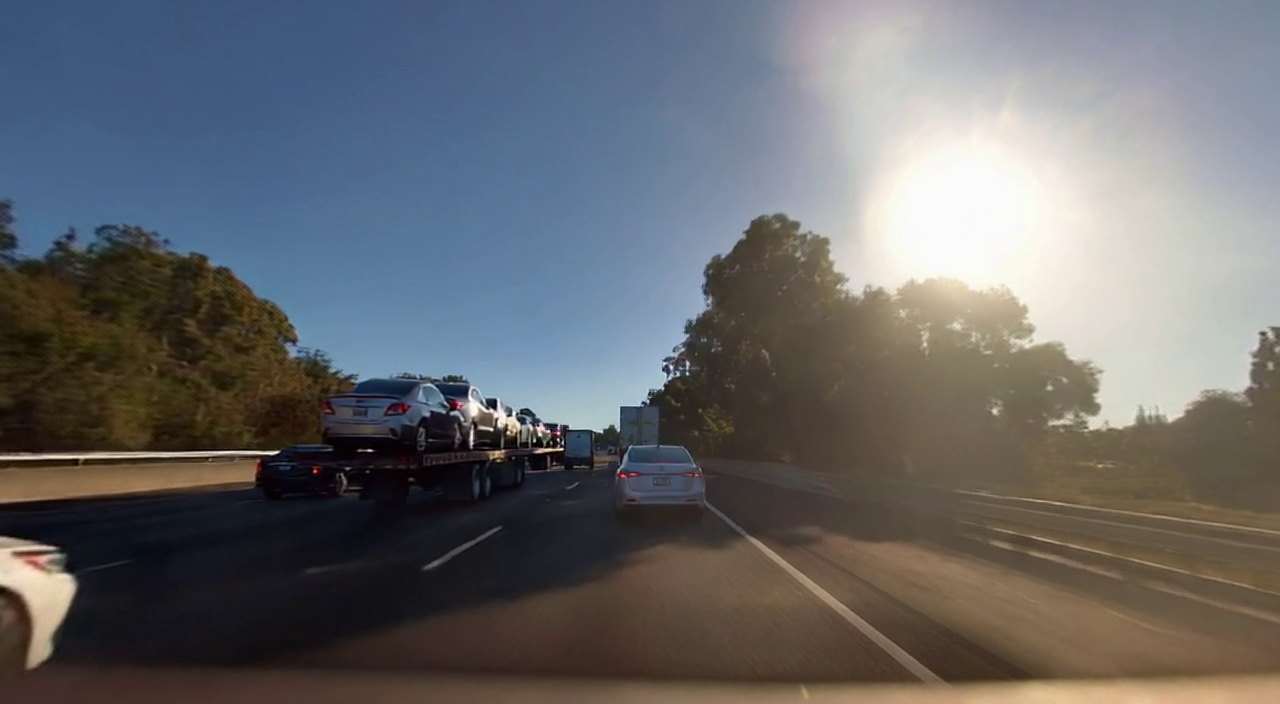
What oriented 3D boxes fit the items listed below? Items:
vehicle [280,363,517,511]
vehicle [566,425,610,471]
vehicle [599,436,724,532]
[{"bbox_3d":[-3.004,1.230,8.948,2.031,1.594,4.103,1,-9,-5],"label":"vehicle"},{"bbox_3d":[-3.281,6.270,41.276,2.289,2.710,6.726,0,-9,0],"label":"vehicle"},{"bbox_3d":[0.303,2.370,11.847,1.991,1.507,3.391,0,-9,-1],"label":"vehicle"}]
